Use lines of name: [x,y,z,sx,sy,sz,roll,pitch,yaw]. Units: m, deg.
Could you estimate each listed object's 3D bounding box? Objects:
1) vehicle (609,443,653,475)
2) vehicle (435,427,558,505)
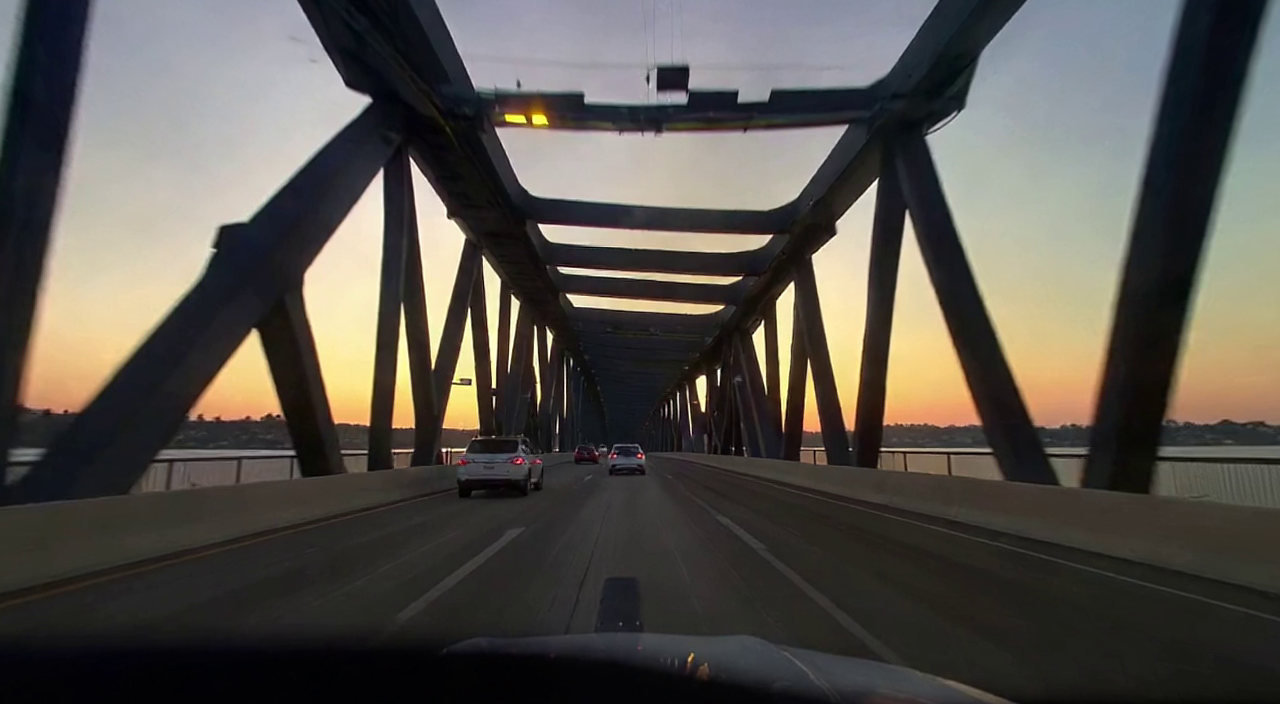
vehicle: [-0.470,5.285,31.398,2.048,1.450,3.973,0,-9,-1]
vehicle: [-3.709,3.059,17.390,2.190,1.807,4.741,-1,-9,1]
